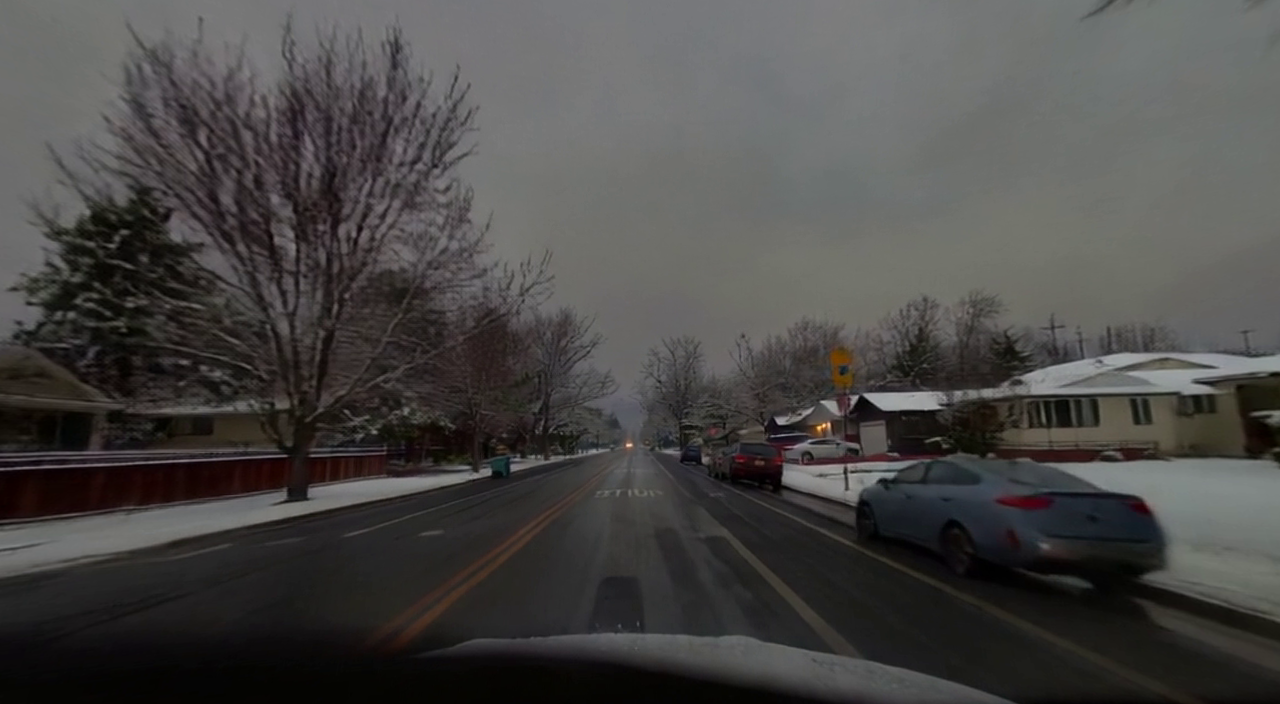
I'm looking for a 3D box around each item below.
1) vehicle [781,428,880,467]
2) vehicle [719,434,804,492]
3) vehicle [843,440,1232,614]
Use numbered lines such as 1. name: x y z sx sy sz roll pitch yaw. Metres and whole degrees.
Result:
1. vehicle: 11.237 5.694 37.530 5.001 1.812 2.177 -5 -9 -2
2. vehicle: 4.143 3.885 22.476 2.032 1.792 4.849 0 -9 0
3. vehicle: 4.073 1.811 7.522 1.940 1.470 4.101 0 -9 0
